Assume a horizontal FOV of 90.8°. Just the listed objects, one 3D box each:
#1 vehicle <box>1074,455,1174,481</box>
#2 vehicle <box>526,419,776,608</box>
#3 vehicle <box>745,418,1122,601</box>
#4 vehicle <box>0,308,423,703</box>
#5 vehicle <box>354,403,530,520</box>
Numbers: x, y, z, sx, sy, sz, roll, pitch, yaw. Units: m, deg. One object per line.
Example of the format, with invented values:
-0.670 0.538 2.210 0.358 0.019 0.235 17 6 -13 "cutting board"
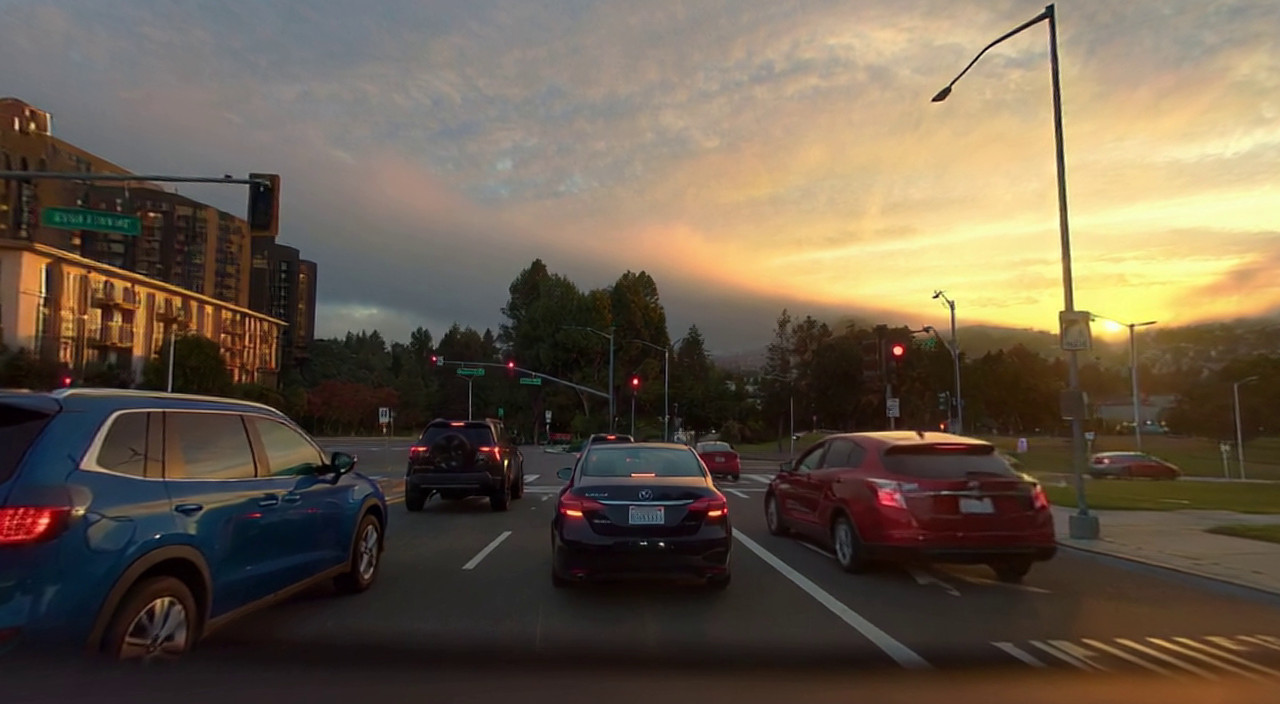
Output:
29.749 7.143 38.903 4.609 1.513 1.861 0 -8 -2 "vehicle"
-0.054 1.613 7.337 2.001 1.483 4.442 0 -8 -4 "vehicle"
2.928 1.687 7.820 2.100 1.524 4.746 0 -8 -4 "vehicle"
-3.154 1.022 4.278 1.924 1.737 4.387 0 -8 -2 "vehicle"
-3.887 2.289 13.718 2.305 1.984 5.586 0 -8 -3 "vehicle"
